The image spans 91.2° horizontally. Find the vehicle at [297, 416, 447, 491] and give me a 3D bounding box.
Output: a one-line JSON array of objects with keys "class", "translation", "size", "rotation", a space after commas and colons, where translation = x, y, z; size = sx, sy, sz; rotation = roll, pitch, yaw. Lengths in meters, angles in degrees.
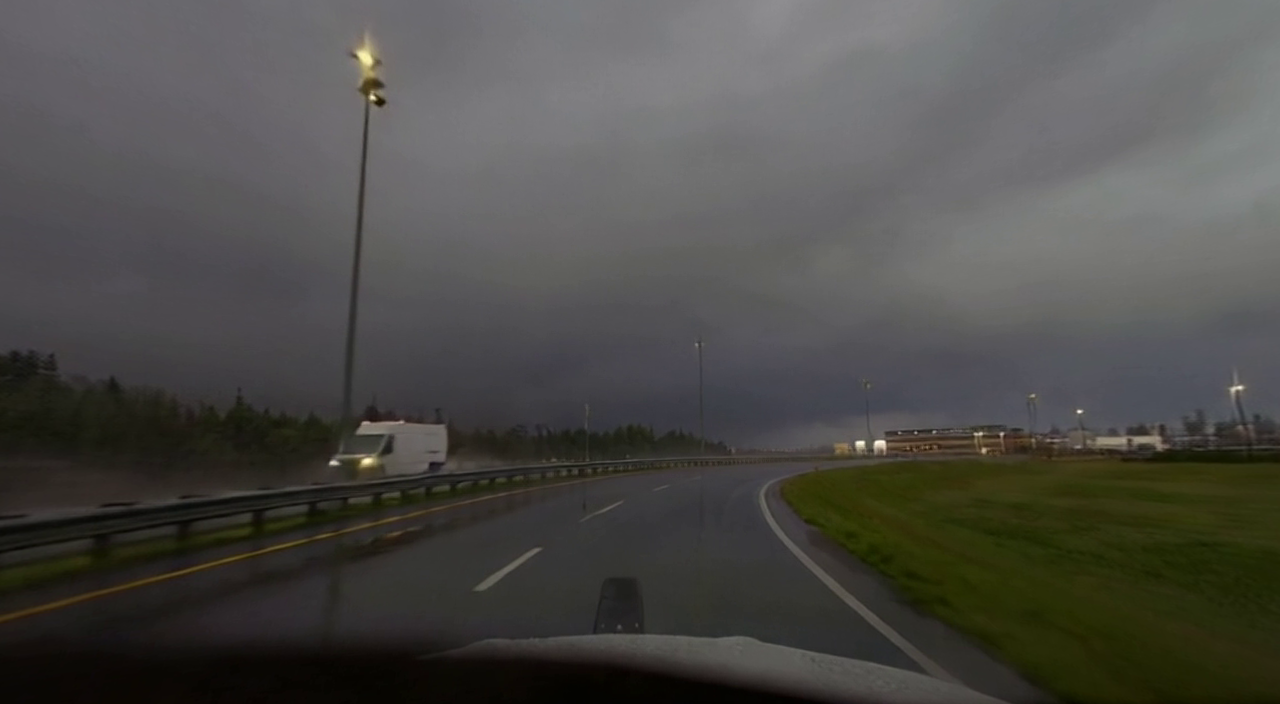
[{"class": "vehicle", "translation": [-10.425, 4.033, 25.147], "size": [2.396, 2.635, 5.921], "rotation": [-2, -9, 13]}]
